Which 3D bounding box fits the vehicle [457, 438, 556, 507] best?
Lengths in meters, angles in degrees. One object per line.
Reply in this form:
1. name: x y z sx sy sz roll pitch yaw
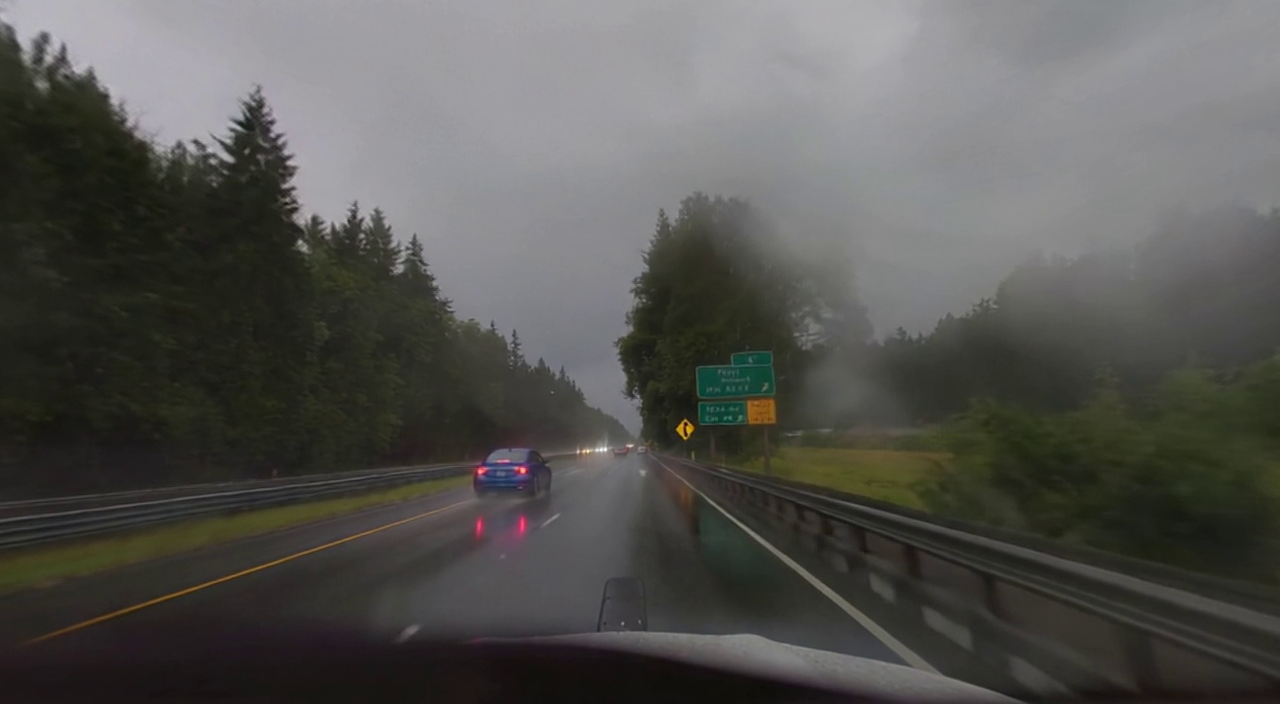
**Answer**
1. vehicle: -3.251 2.999 16.053 1.675 1.537 3.574 -1 -9 1
